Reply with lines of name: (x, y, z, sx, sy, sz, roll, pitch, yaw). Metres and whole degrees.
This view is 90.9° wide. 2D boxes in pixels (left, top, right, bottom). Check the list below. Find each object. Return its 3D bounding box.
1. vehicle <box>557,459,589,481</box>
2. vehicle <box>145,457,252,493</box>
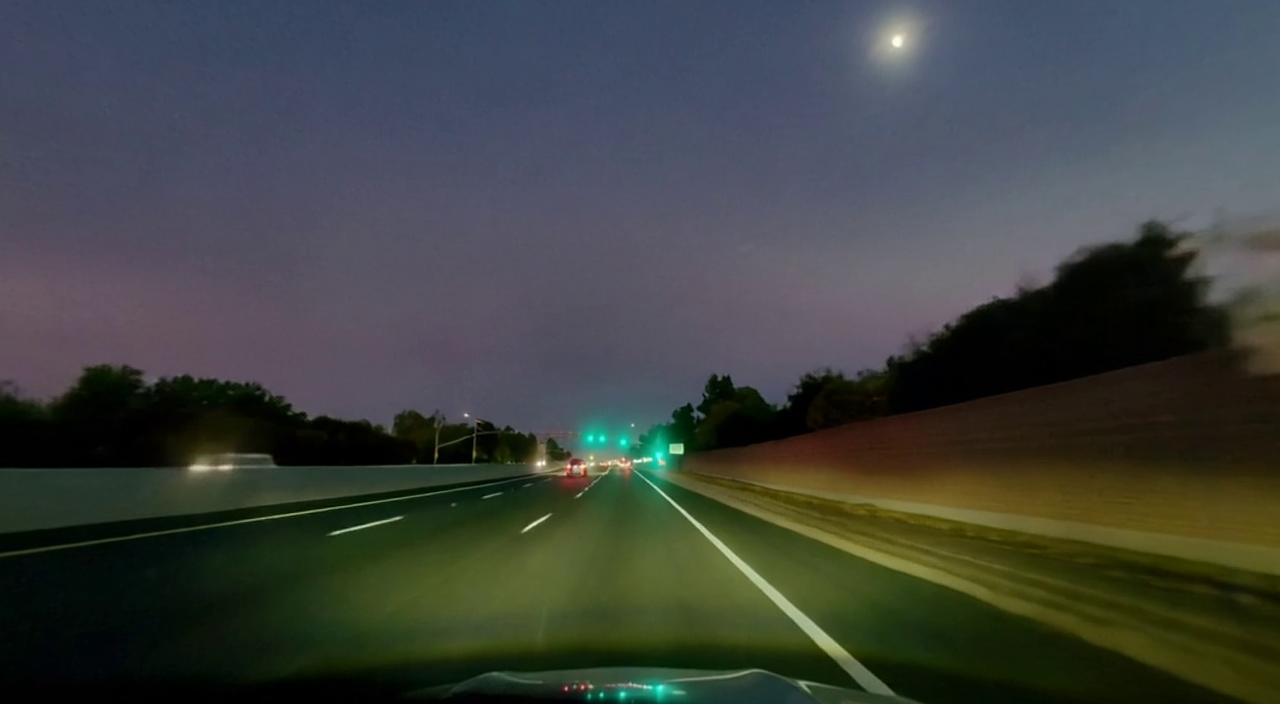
vehicle: (-5.096, 9.086, 48.482, 2.039, 1.605, 4.365, 1, -11, 0)
vehicle: (-19.796, 5.556, 28.493, 1.813, 1.450, 4.096, 1, -11, 0)
